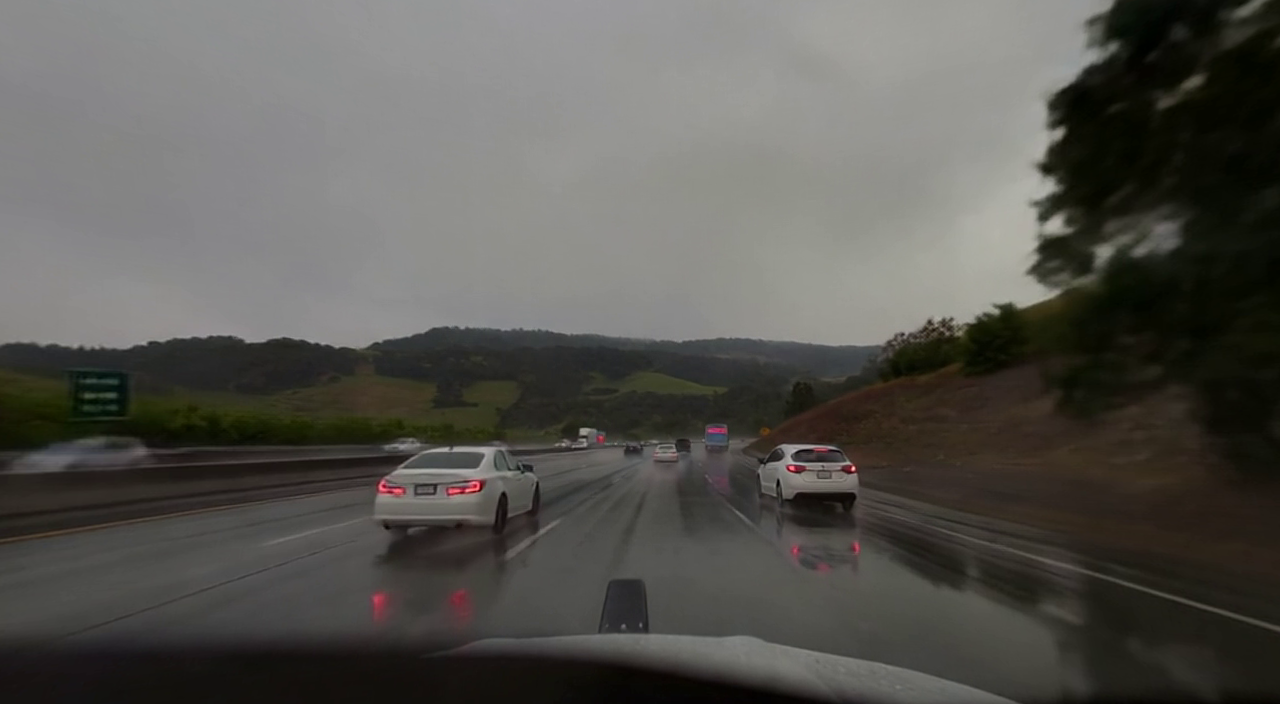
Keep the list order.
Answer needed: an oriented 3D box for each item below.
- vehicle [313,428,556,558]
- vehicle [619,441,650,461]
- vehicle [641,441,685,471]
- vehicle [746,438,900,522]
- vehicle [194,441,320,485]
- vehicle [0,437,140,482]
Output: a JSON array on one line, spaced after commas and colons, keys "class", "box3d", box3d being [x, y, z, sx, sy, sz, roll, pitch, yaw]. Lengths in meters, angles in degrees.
[{"class": "vehicle", "box3d": [-2.739, 2.011, 9.834, 2.031, 1.491, 4.792, -1, -8, 2]}, {"class": "vehicle", "box3d": [-0.370, 7.619, 48.651, 2.010, 1.482, 4.230, 0, -8, 5]}, {"class": "vehicle", "box3d": [1.280, 5.494, 33.512, 2.202, 1.467, 3.929, -1, -8, 4]}, {"class": "vehicle", "box3d": [3.597, 2.593, 13.347, 2.013, 1.464, 4.317, 0, -8, 1]}, {"class": "vehicle", "box3d": [-13.923, 4.037, 23.307, 1.914, 1.441, 4.357, 0, -8, 0]}, {"class": "vehicle", "box3d": [-20.726, 3.819, 22.675, 1.852, 1.460, 4.391, -1, -8, 1]}]
